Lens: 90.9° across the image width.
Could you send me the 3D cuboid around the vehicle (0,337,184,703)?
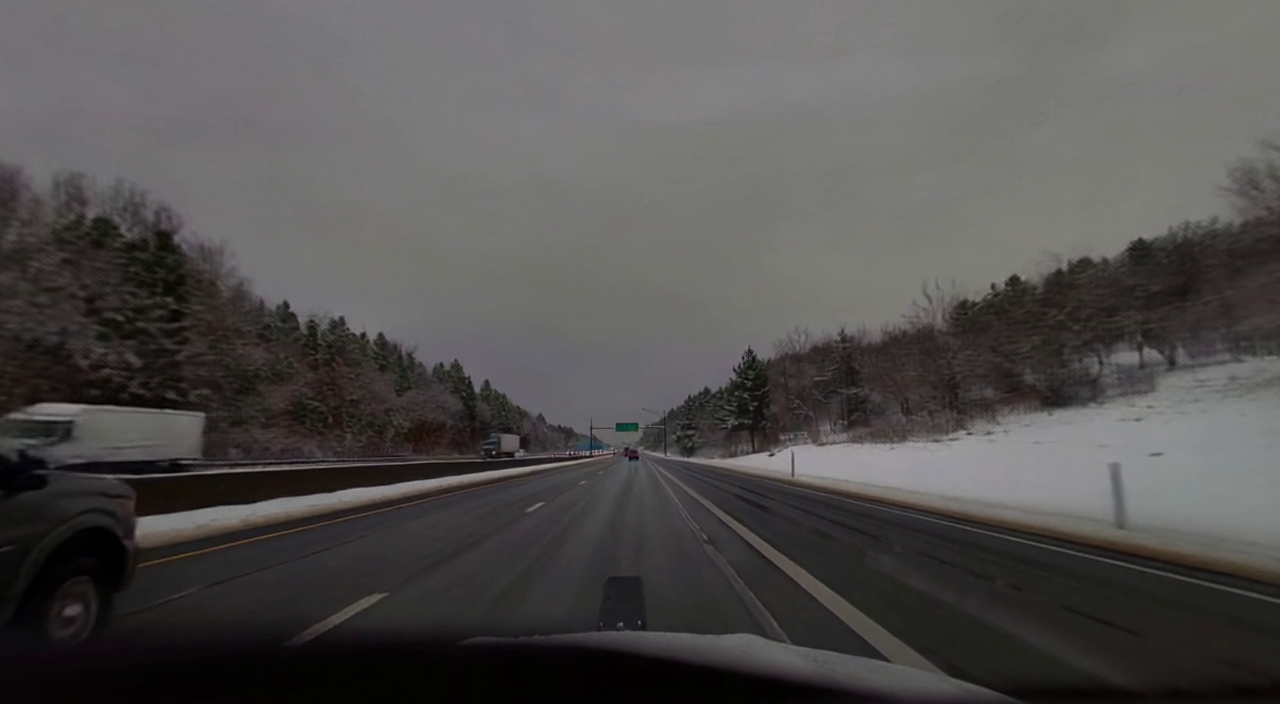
[{"bbox_3d":[-4.237,0.647,1.640,2.214,1.872,5.179,0,-9,0],"label":"vehicle"}]
